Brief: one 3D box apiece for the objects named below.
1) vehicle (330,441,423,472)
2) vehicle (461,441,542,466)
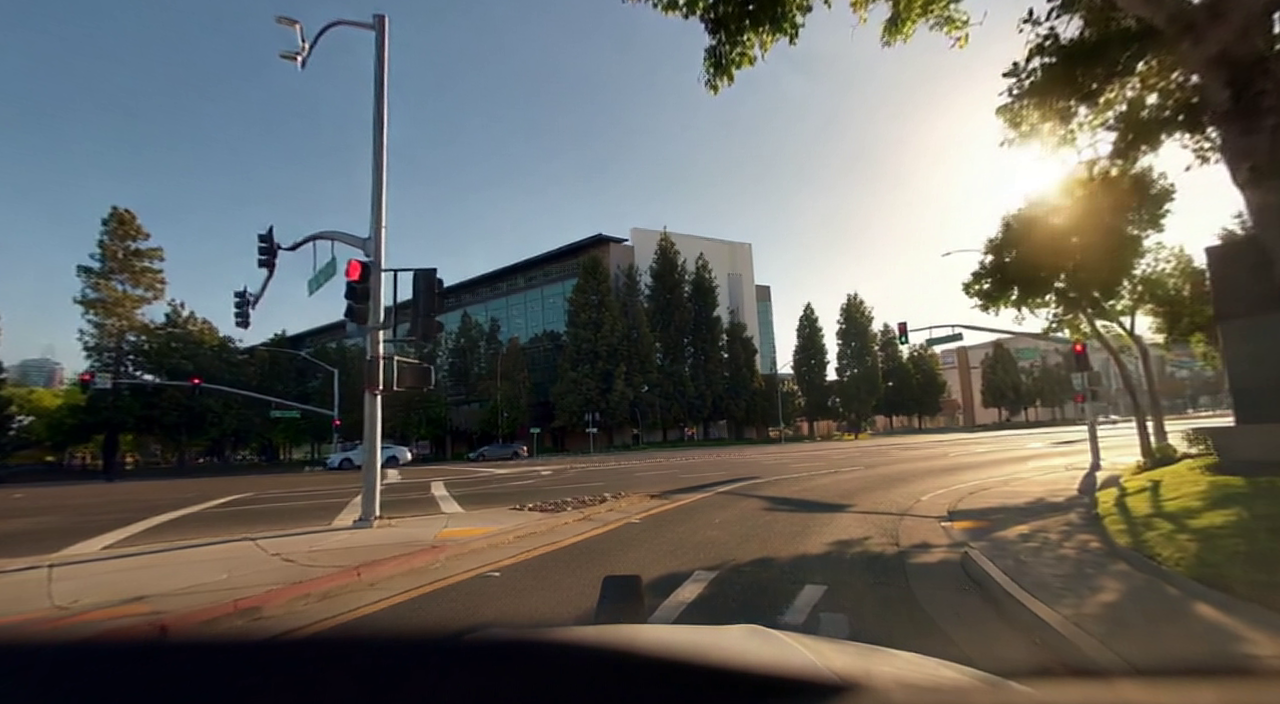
[{"bbox_3d":[-16.209,6.388,38.832,4.782,1.776,2.118,7,-11,-38],"label":"vehicle"},{"bbox_3d":[-8.573,6.327,39.230,4.527,1.444,1.811,7,-11,-38],"label":"vehicle"}]
